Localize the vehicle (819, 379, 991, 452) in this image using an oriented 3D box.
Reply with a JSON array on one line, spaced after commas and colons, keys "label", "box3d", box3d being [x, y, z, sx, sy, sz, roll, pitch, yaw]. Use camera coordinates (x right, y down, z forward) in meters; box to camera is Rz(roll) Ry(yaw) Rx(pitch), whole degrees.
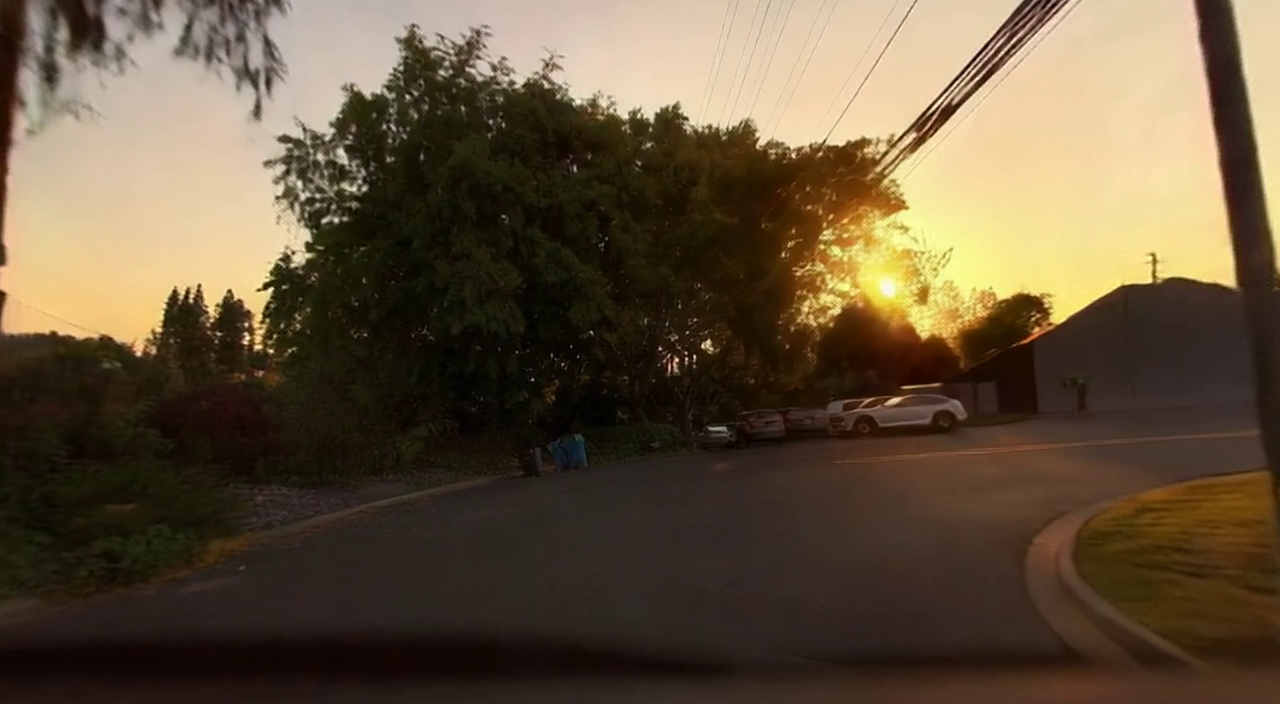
[{"label": "vehicle", "box3d": [8.012, 1.986, 19.104, 4.780, 1.984, 1.896, 3, -9, -23]}]
